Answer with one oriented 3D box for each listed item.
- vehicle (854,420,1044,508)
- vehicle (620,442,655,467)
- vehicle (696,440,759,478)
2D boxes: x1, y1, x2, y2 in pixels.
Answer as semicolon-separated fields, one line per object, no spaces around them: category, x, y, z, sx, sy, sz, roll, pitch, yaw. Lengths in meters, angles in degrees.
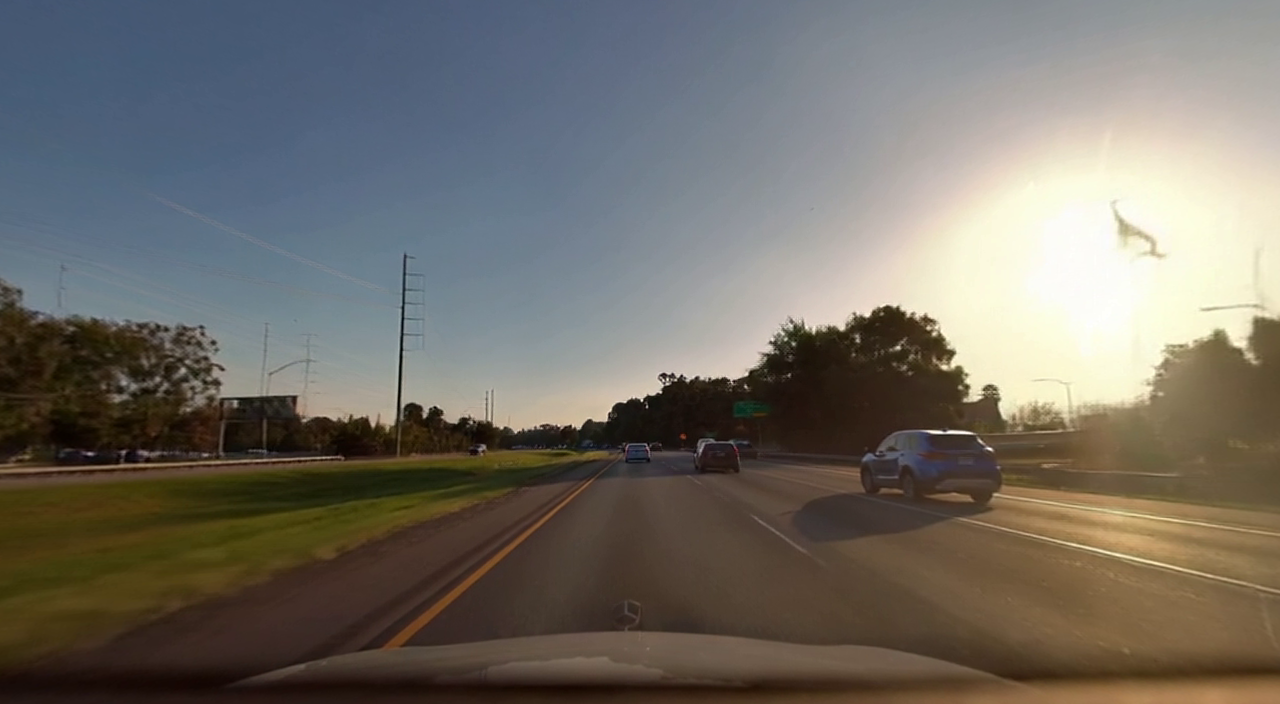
vehicle;7.211;2.662;15.493;2.114;1.800;4.779;0;-8;-1
vehicle;-0.203;6.393;39.700;2.085;1.449;3.860;0;-8;-1
vehicle;3.615;4.499;26.861;1.978;1.488;4.252;0;-8;-2
